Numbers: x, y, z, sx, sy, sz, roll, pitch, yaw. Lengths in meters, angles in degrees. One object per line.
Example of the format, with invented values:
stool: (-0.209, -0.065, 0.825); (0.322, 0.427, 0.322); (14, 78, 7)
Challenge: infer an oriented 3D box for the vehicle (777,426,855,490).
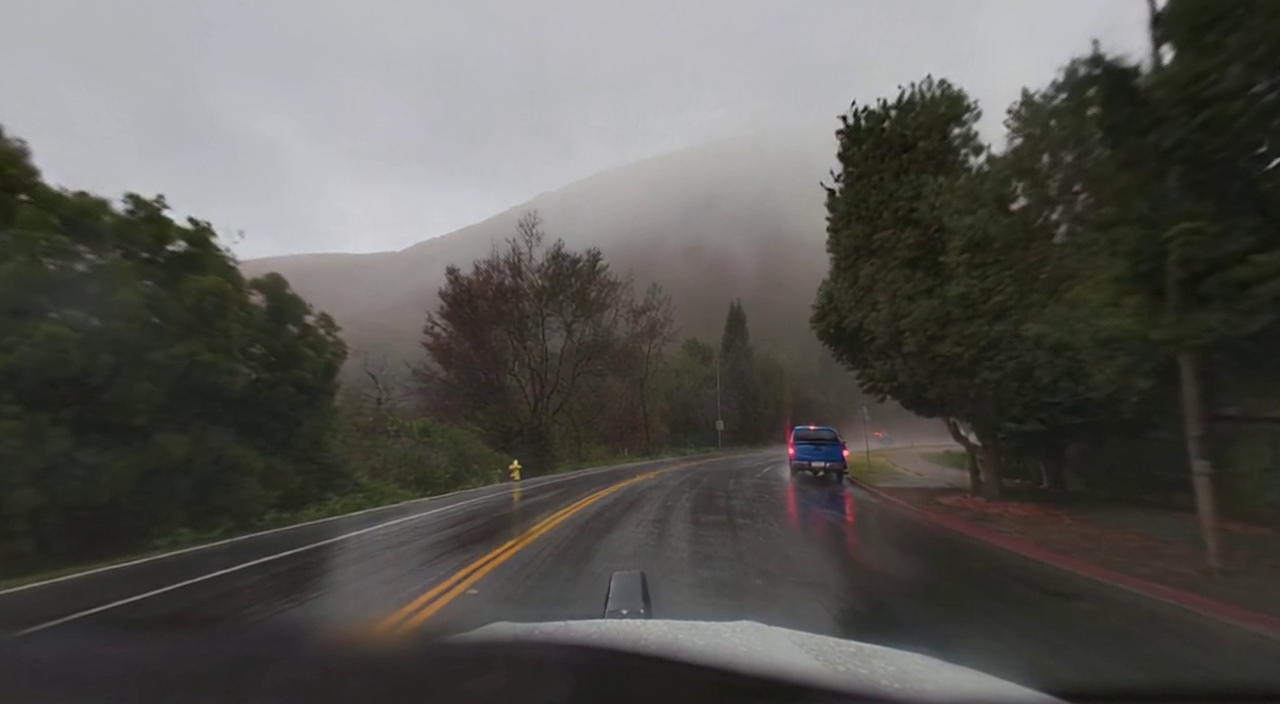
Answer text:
vehicle: (5.579, 3.361, 20.439); (1.992, 1.817, 4.467); (-1, -8, 10)
